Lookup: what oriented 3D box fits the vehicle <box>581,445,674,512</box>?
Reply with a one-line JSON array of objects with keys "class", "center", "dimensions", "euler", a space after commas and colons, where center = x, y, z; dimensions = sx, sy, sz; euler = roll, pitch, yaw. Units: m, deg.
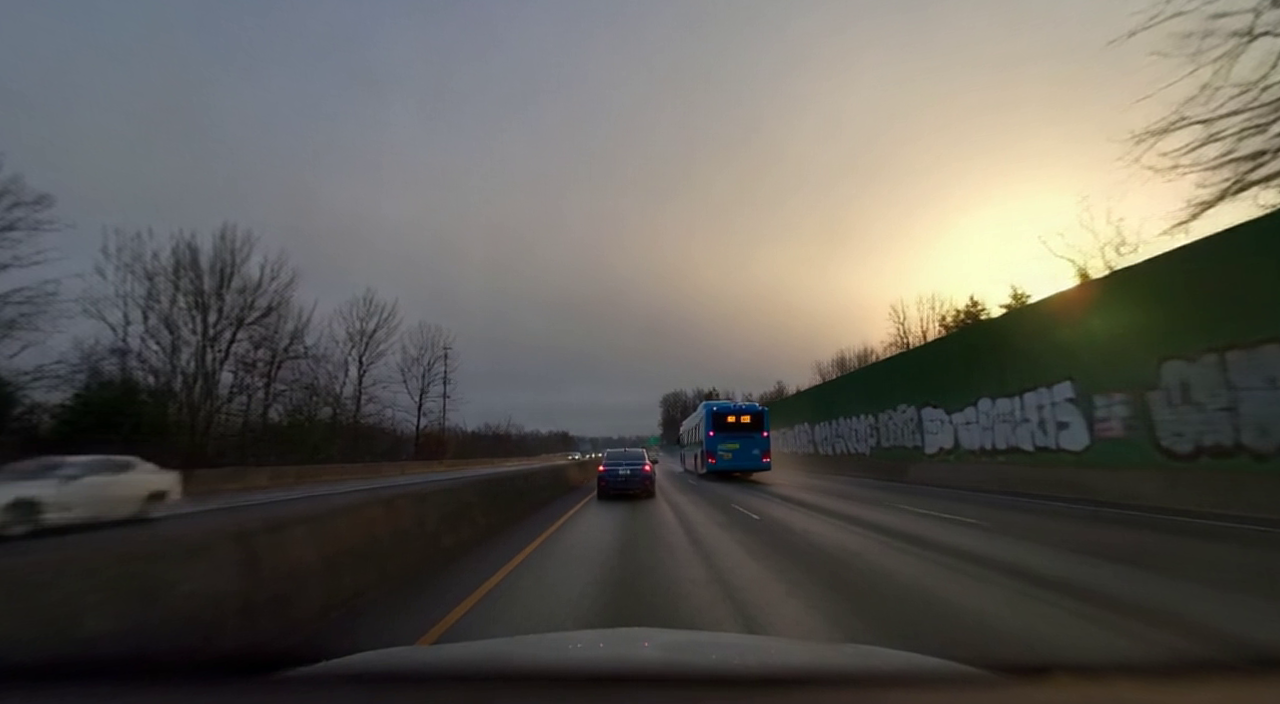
[{"class": "vehicle", "center": [-0.278, 3.286, 16.700], "dimensions": [2.160, 1.532, 4.073], "euler": [-1, -9, 0]}]

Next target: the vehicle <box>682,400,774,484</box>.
[{"class": "vehicle", "center": [4.108, 4.761, 32.520], "dimensions": [3.055, 3.479, 12.521], "euler": [-1, -9, 1]}]
